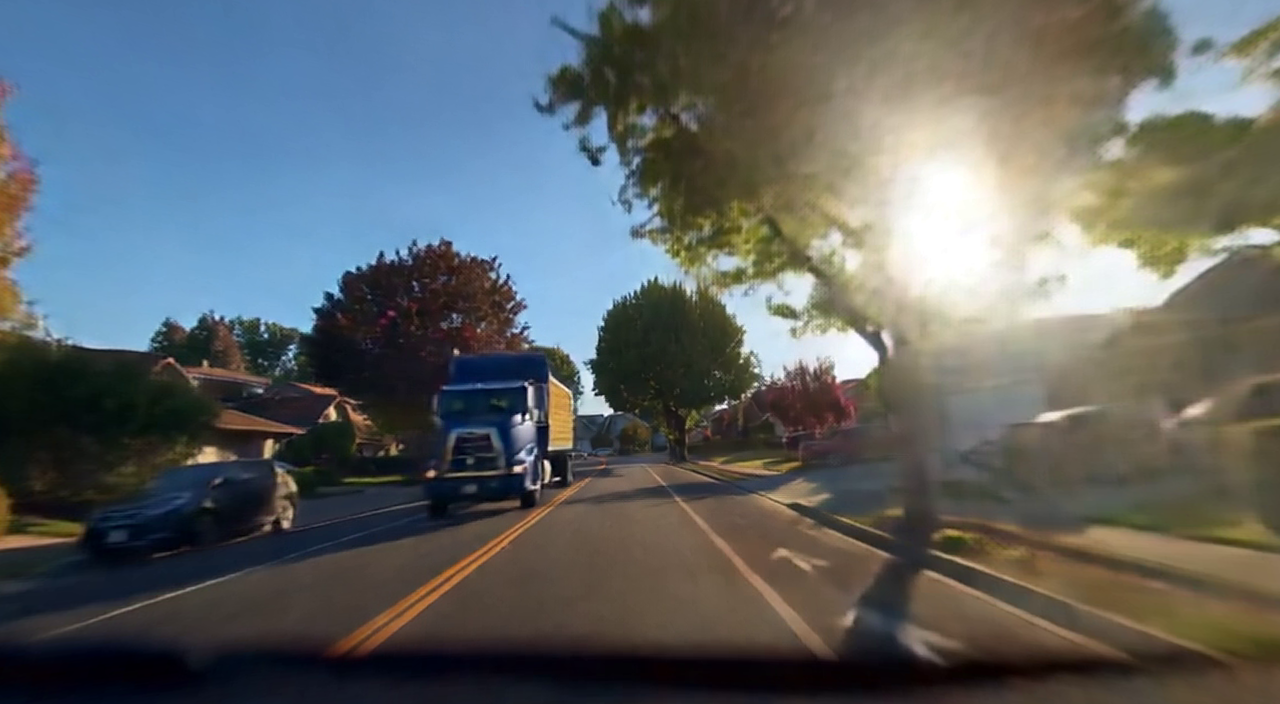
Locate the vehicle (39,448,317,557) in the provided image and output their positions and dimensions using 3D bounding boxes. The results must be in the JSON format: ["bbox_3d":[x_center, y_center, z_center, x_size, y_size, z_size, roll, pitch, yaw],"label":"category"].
[{"bbox_3d":[-8.878,2.851,12.863,2.119,1.775,4.643,0,-9,0],"label":"vehicle"}]

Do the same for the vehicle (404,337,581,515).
[{"bbox_3d":[-3.887,2.474,20.006,3.133,4.112,10.695,0,-9,-1],"label":"vehicle"}]
